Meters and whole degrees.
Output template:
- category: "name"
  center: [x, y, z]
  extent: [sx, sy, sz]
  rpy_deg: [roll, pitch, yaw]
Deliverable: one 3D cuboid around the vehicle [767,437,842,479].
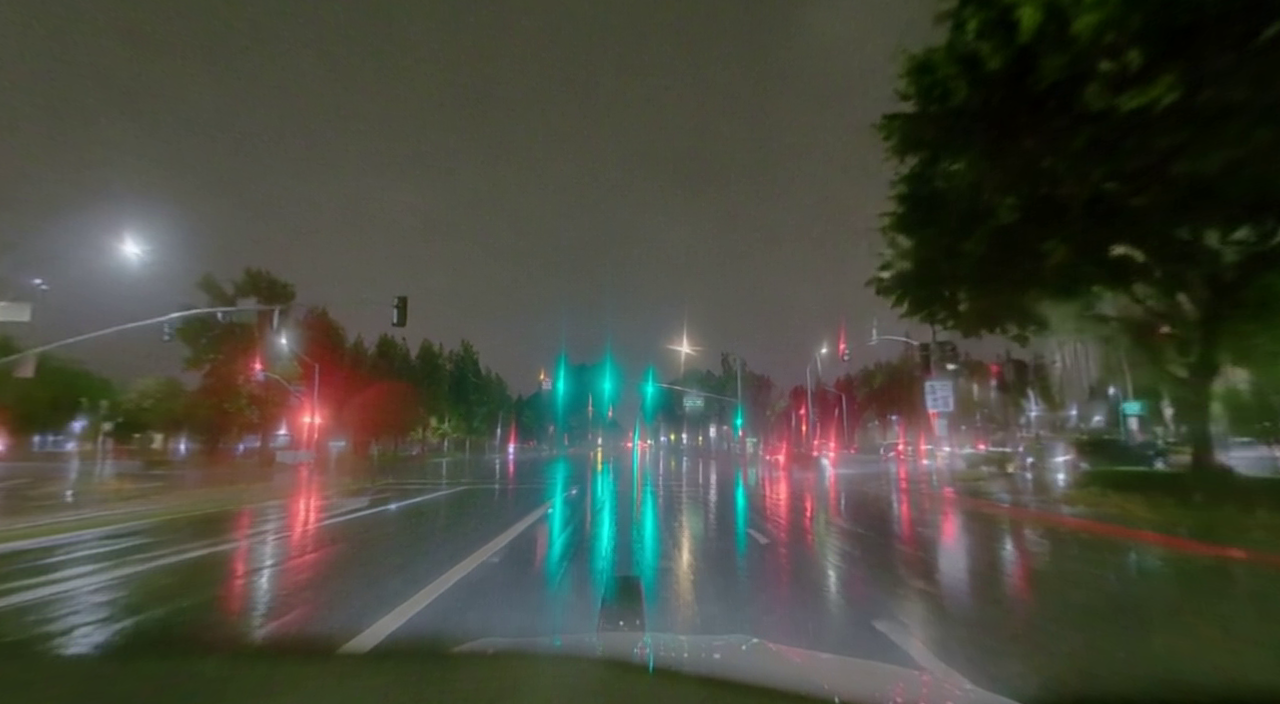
- category: "vehicle"
  center: [7.384, 4.744, 28.018]
  extent: [2.289, 1.503, 4.595]
  rpy_deg: [0, -10, 26]
